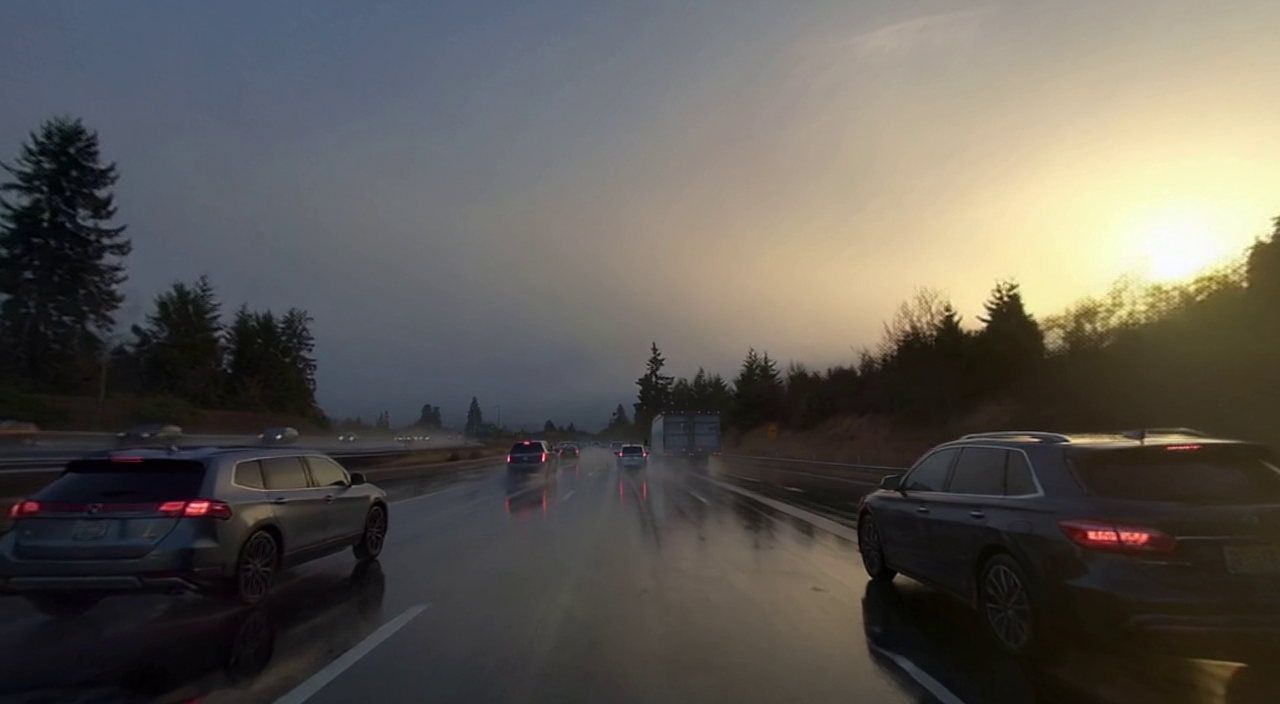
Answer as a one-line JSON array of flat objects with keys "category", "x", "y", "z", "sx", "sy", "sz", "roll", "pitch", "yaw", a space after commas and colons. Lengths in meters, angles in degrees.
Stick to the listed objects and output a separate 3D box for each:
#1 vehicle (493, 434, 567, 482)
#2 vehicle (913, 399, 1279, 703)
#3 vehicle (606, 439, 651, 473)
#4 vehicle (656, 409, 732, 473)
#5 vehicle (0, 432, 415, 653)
[{"category": "vehicle", "x": -4.387, "y": 4.308, "z": 25.908, "sx": 2.176, "sy": 1.783, "sz": 4.799, "roll": 0, "pitch": -9, "yaw": 0}, {"category": "vehicle", "x": 3.122, "y": 1.001, "z": 2.609, "sx": 2.031, "sy": 1.504, "sz": 4.327, "roll": 0, "pitch": -9, "yaw": 0}, {"category": "vehicle", "x": -0.619, "y": 5.610, "z": 34.123, "sx": 2.235, "sy": 1.682, "sz": 4.094, "roll": 0, "pitch": -9, "yaw": -1}, {"category": "vehicle", "x": 2.935, "y": 5.513, "z": 38.665, "sx": 3.426, "sy": 3.279, "sz": 12.313, "roll": 0, "pitch": -9, "yaw": -1}, {"category": "vehicle", "x": -4.073, "y": 1.568, "z": 6.326, "sx": 1.947, "sy": 1.424, "sz": 4.264, "roll": 0, "pitch": -9, "yaw": 1}]
